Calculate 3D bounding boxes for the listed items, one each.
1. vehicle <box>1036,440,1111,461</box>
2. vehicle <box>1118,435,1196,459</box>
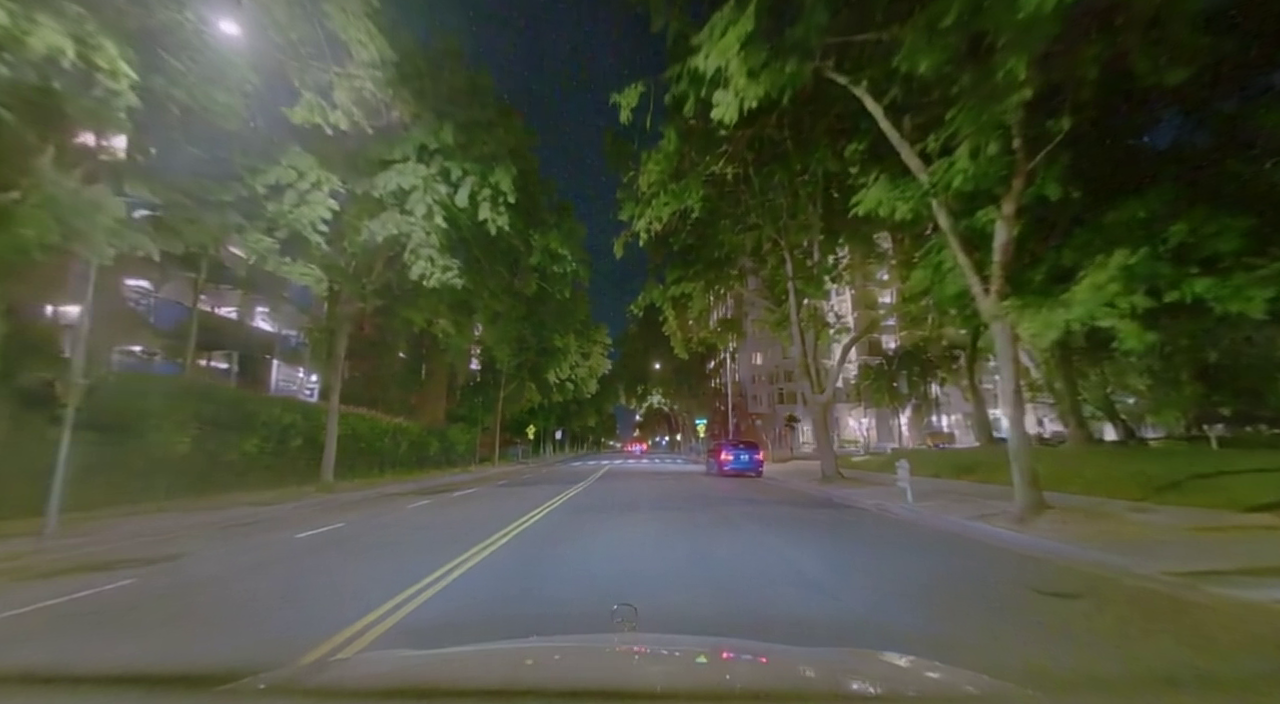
[{"bbox_3d":[33.255,7.577,48.332,4.305,1.464,1.875,-1,-9,2],"label":"vehicle"},{"bbox_3d":[39.440,7.250,48.088,4.244,1.673,1.871,-1,-9,-1],"label":"vehicle"}]
